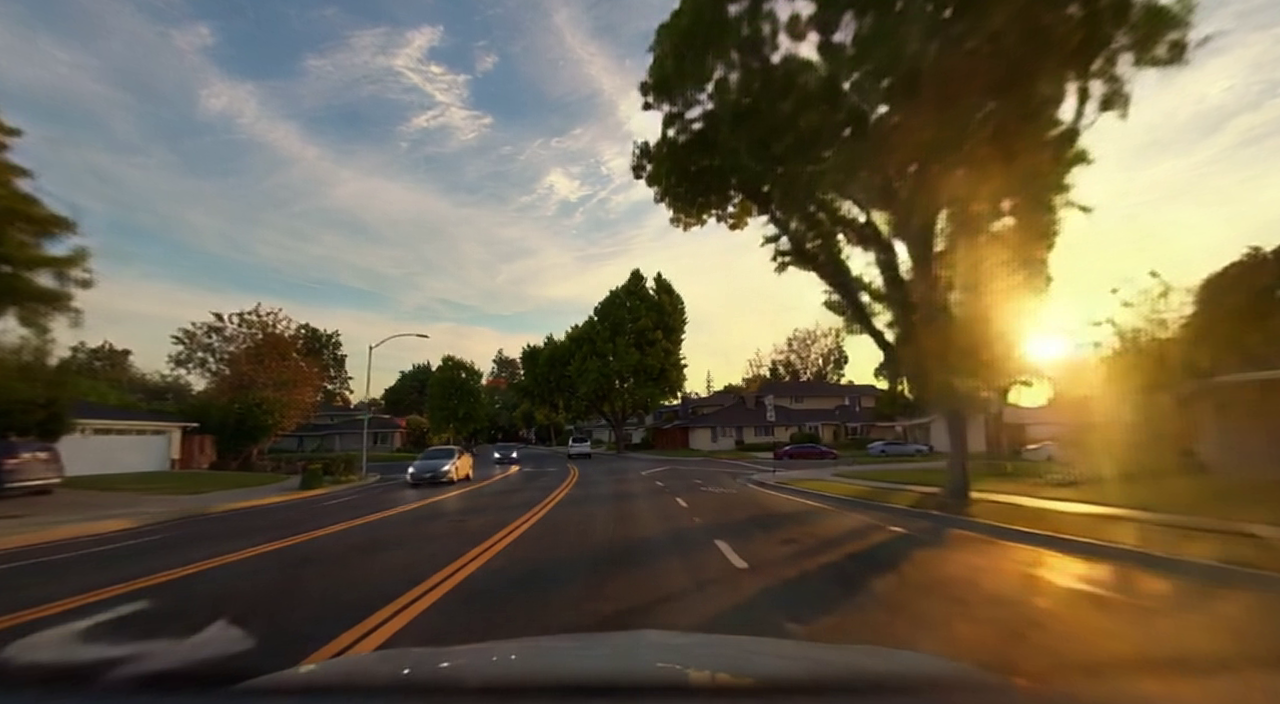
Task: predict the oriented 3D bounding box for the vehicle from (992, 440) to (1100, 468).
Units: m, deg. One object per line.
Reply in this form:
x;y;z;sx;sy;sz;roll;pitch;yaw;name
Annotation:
22.599;5.695;35.279;4.607;1.481;1.884;-2;-9;11;vehicle

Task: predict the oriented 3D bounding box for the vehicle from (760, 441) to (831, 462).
11.210;7.221;45.734;4.737;1.447;1.766;-1;-9;6;vehicle

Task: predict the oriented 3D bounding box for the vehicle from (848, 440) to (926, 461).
17.447;6.993;44.776;4.795;1.468;1.945;-1;-9;9;vehicle

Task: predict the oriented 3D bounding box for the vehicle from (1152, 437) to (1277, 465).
31.066;5.366;34.200;4.587;1.460;1.895;-1;-9;9;vehicle

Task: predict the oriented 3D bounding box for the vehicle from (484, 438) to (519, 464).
-9.683;6.947;44.336;2.069;1.740;4.446;1;-9;-9;vehicle

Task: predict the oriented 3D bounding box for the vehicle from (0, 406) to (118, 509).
-19.846;3.160;19.162;6.474;2.781;2.364;-2;-9;12;vehicle

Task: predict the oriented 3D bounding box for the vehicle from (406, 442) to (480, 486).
-7.853;4.471;25.551;1.910;1.538;4.478;-2;-8;-4;vehicle

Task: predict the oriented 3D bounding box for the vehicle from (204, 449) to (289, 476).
-26.315;7.361;42.232;4.378;1.714;1.977;0;-8;2;vehicle
